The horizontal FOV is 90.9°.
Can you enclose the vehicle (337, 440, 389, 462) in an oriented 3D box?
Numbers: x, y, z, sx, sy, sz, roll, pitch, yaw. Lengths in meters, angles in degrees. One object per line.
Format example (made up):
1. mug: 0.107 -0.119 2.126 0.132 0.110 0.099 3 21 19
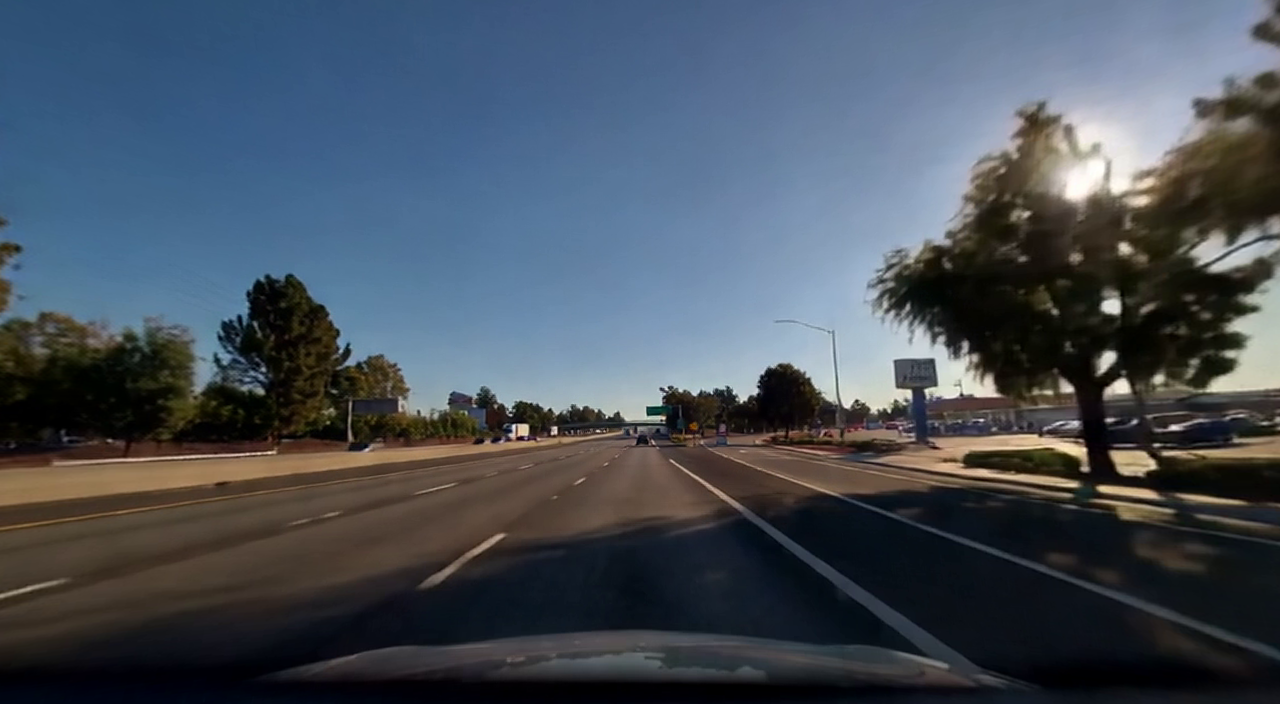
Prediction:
1. vehicle: -19.705 7.025 45.007 1.746 1.452 4.193 0 -8 0
